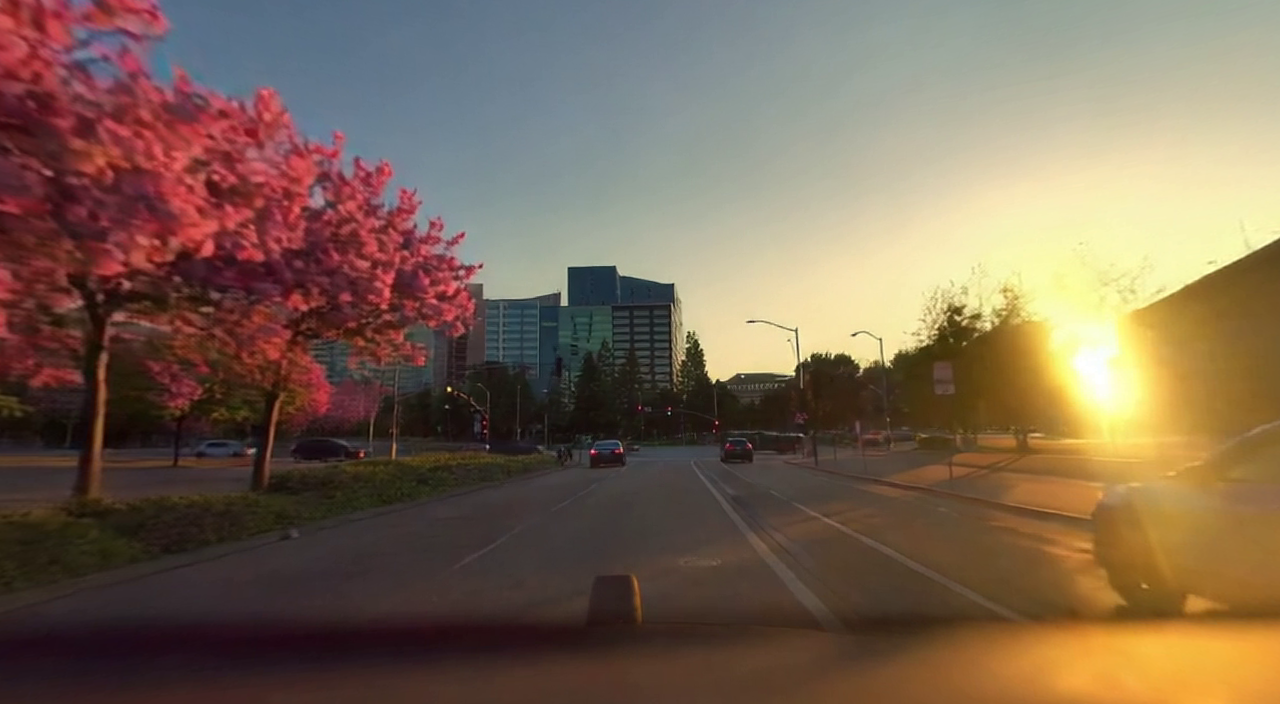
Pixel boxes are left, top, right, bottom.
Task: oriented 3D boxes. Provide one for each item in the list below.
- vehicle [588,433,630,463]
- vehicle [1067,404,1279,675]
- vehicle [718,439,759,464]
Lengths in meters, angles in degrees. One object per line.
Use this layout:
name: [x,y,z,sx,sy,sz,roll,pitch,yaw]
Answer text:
vehicle: [-1.801,5.865,38.445,1.995,1.703,4.367,-1,-9,4]
vehicle: [4.630,0.992,3.136,2.019,1.518,4.285,0,-9,1]
vehicle: [6.082,6.192,39.366,2.007,1.466,4.291,0,-9,2]
